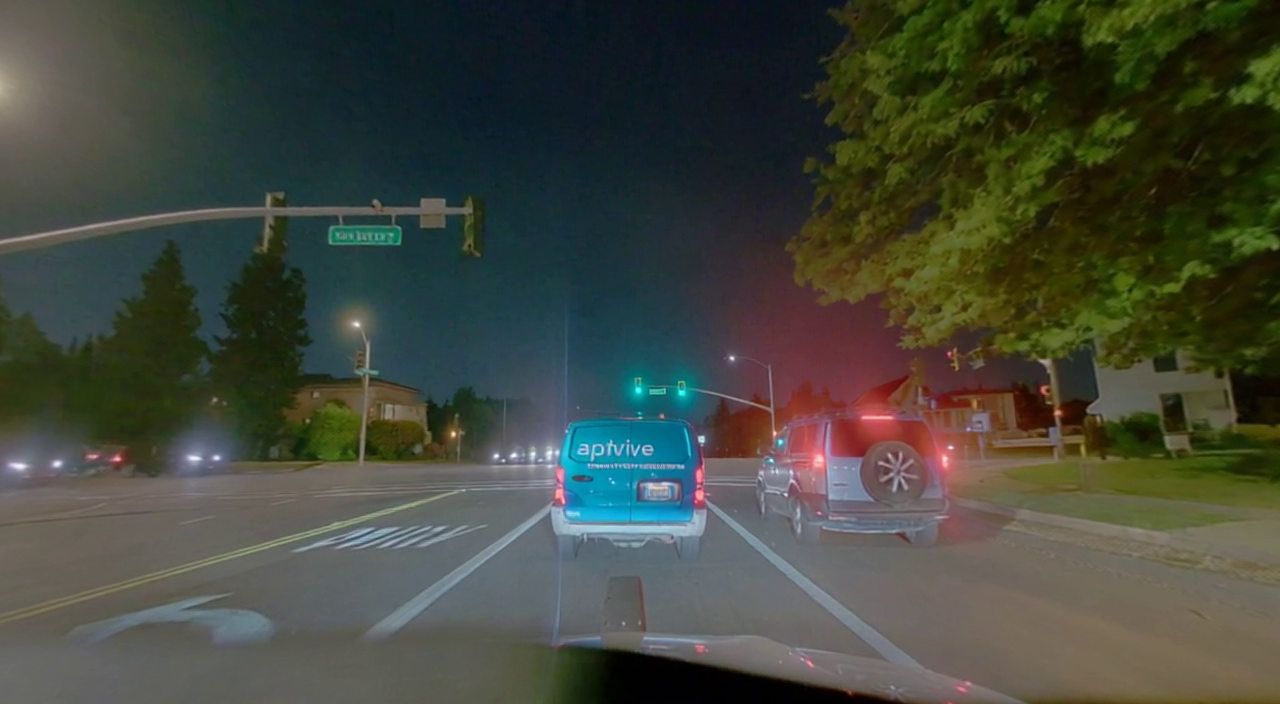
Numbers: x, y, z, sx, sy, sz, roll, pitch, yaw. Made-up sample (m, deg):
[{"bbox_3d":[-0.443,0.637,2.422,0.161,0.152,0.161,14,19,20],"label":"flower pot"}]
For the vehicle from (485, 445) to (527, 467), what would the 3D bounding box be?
[{"bbox_3d":[-9.765,7.592,46.020,1.881,1.515,4.262,-1,-8,3],"label":"vehicle"}]

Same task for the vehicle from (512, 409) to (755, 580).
[{"bbox_3d":[-0.052,1.688,8.262,2.321,1.624,4.367,0,-8,0],"label":"vehicle"}]

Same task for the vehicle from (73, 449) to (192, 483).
[{"bbox_3d":[-25.253,5.678,31.379,4.073,1.603,1.920,1,-9,-9],"label":"vehicle"}]

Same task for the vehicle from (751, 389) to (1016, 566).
[{"bbox_3d":[3.045,1.683,9.067,2.059,1.924,4.257,0,-8,0],"label":"vehicle"}]
